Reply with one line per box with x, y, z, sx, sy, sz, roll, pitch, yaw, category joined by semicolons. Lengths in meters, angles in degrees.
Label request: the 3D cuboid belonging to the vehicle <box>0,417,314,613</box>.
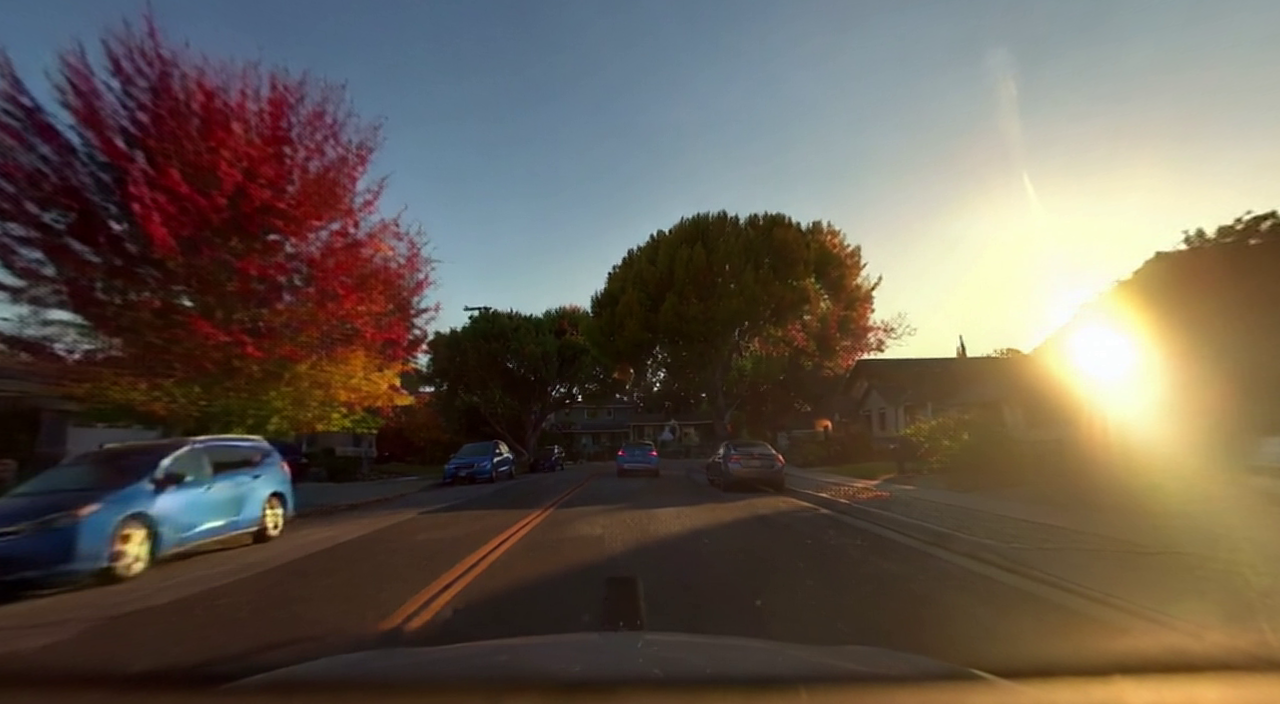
-6.597;1.858;8.276;2.254;1.773;4.795;-2;-7;-2;vehicle

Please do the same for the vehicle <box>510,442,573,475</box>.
-5.986;6.560;39.131;2.641;1.747;4.738;-4;-8;6;vehicle

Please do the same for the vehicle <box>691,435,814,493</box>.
3.133;3.257;18.772;2.429;1.502;4.474;1;-9;-6;vehicle

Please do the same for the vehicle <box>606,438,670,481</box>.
-0.018;3.974;23.629;2.192;1.474;4.192;0;-8;1;vehicle

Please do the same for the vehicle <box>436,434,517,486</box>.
-6.716;4.500;26.528;2.235;1.851;4.662;-2;-9;0;vehicle
